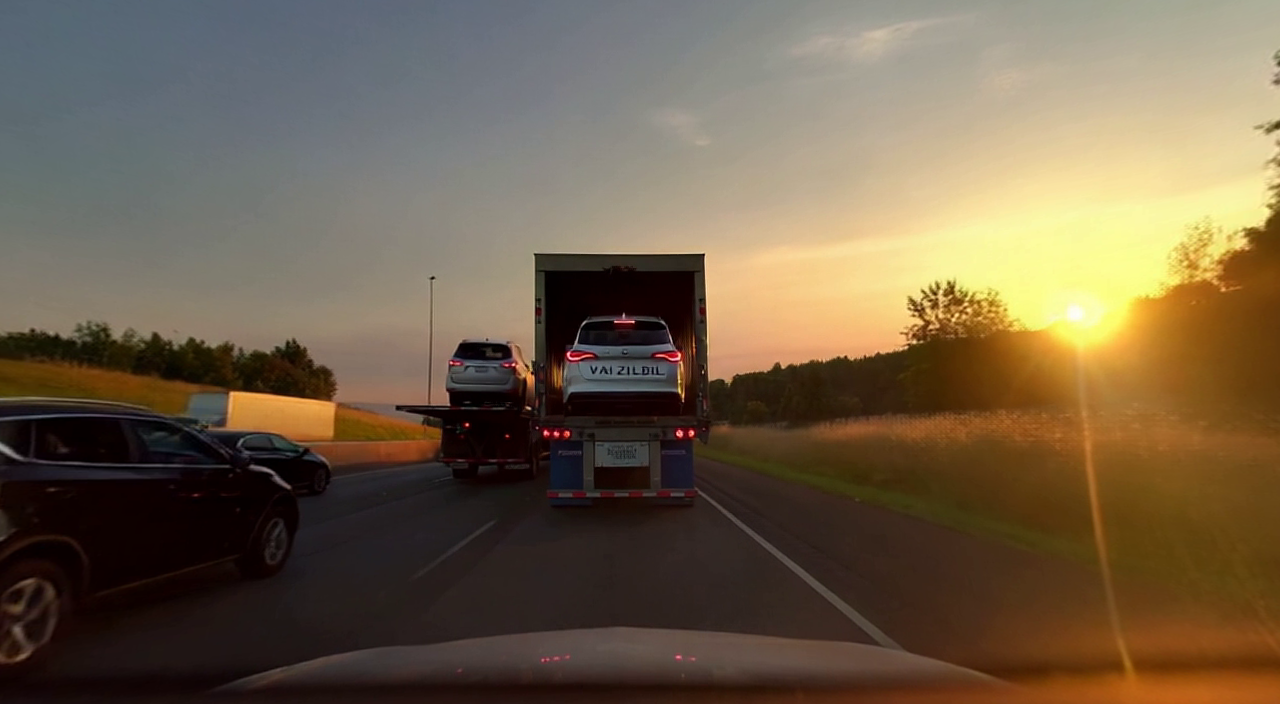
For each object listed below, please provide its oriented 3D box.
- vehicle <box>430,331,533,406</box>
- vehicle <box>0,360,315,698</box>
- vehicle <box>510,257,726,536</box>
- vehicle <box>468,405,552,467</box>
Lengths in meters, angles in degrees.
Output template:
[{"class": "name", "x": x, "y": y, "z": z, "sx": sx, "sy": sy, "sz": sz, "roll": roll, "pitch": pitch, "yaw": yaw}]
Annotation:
[{"class": "vehicle", "x": -4.641, "y": 0.629, "z": 19.234, "sx": 2.118, "sy": 1.799, "sz": 4.591, "roll": 0, "pitch": -7, "yaw": -2}, {"class": "vehicle", "x": -4.186, "y": 1.012, "z": 4.115, "sx": 1.914, "sy": 1.675, "sz": 4.331, "roll": 0, "pitch": -7, "yaw": -2}, {"class": "vehicle", "x": -0.448, "y": 1.131, "z": 12.819, "sx": 2.738, "sy": 3.628, "sz": 9.223, "roll": 0, "pitch": -7, "yaw": -2}, {"class": "vehicle", "x": -4.706, "y": 3.086, "z": 23.443, "sx": 2.258, "sy": 1.970, "sz": 4.402, "roll": -2, "pitch": -7, "yaw": -2}]
